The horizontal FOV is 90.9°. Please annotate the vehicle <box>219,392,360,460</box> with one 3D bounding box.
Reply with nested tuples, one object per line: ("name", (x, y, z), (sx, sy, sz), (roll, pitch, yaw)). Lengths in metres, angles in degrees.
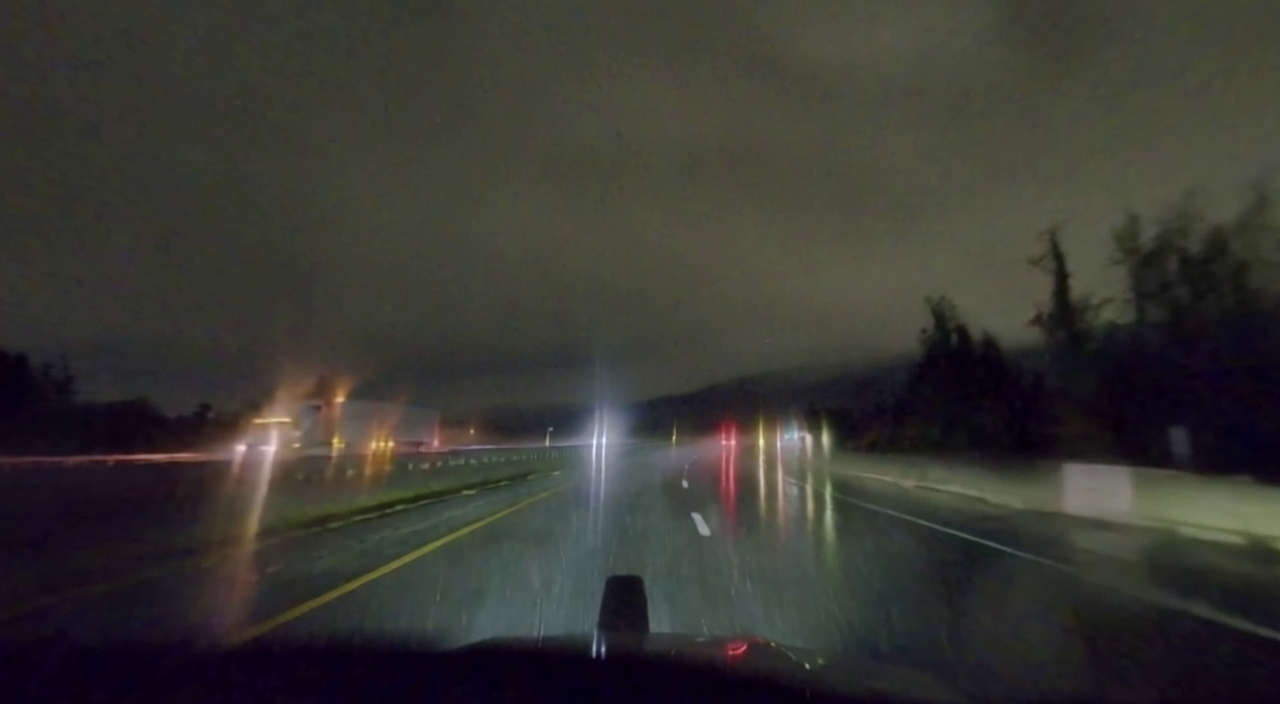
("vehicle", (-22.038, 4.904, 40.573), (3.027, 3.888, 9.085), (-1, -9, 6))
